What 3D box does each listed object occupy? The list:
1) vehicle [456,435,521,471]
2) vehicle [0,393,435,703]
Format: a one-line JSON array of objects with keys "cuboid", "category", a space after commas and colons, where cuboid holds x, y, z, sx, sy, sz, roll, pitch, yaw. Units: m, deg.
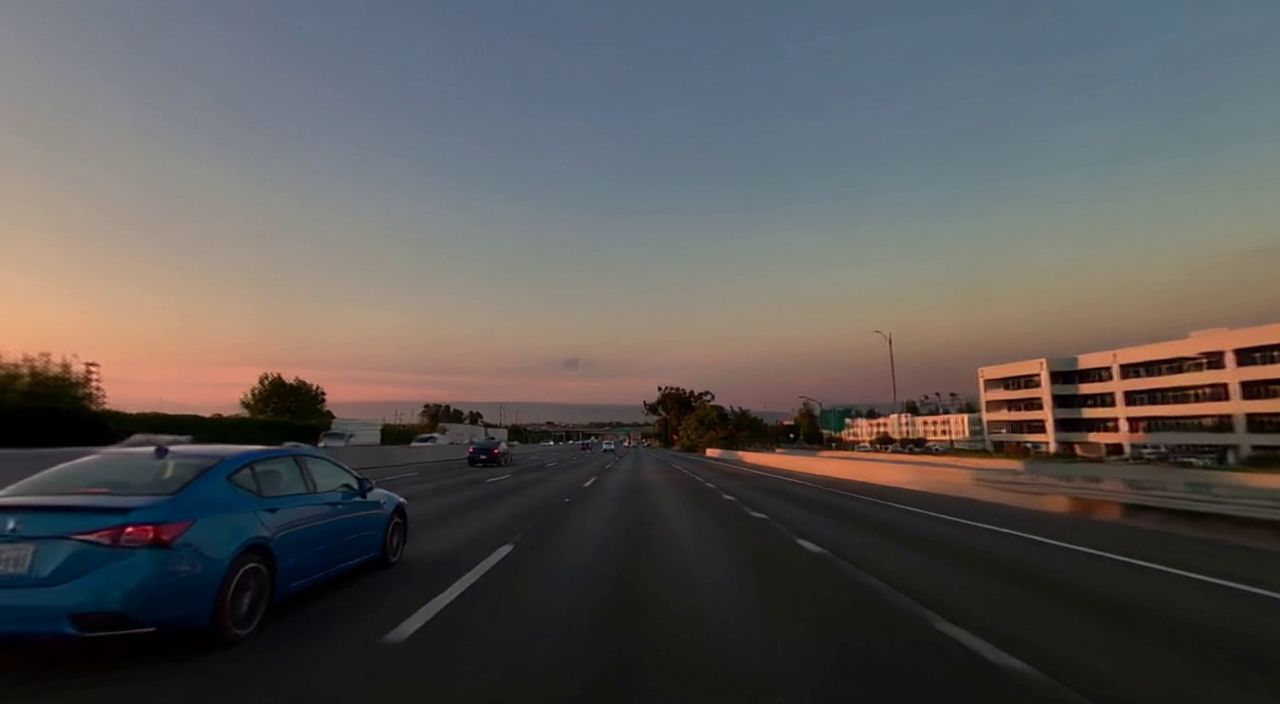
[{"cuboid": [-7.535, 5.058, 31.872, 2.118, 1.675, 4.395, 0, -8, 1], "category": "vehicle"}, {"cuboid": [-3.624, 1.324, 5.188, 2.144, 1.565, 4.951, 0, -8, 1], "category": "vehicle"}]
